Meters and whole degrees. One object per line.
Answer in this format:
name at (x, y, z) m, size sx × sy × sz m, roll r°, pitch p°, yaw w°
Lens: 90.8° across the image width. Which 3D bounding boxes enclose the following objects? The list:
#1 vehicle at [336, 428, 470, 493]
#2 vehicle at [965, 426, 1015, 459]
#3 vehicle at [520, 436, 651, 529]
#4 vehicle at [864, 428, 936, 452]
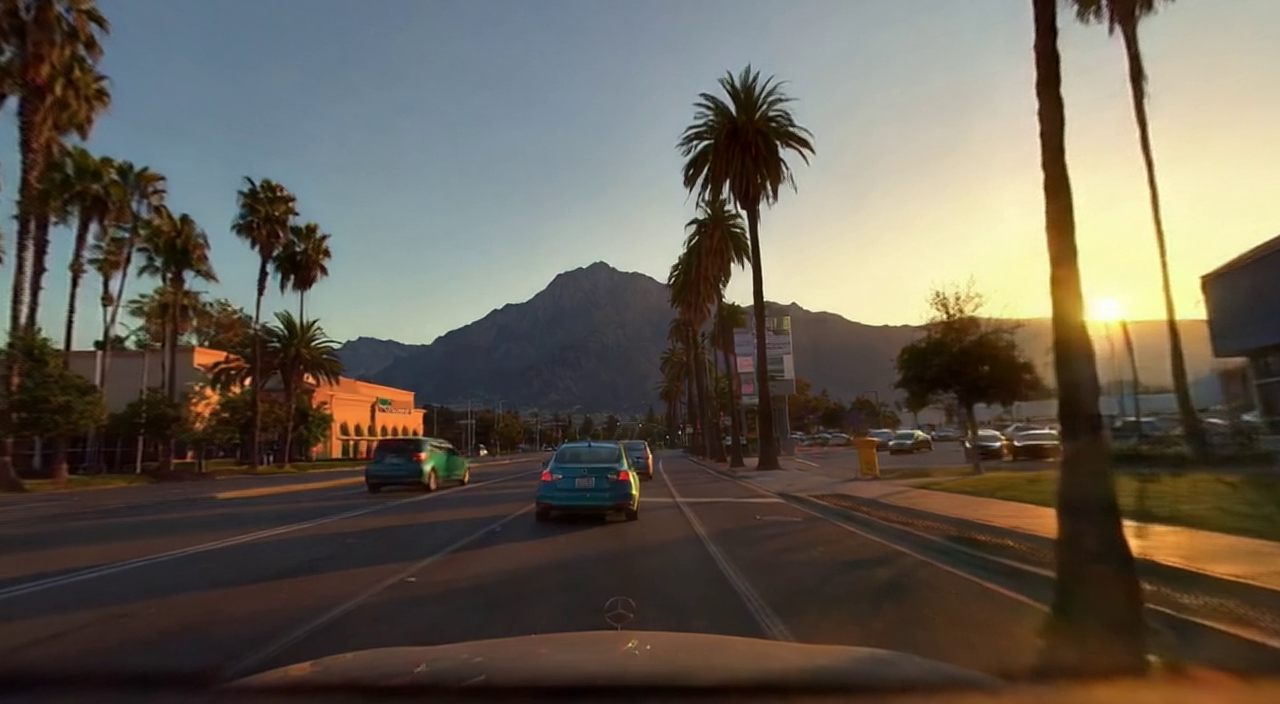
vehicle at (-7.707, 3.598, 21.334) m, size 2.400 × 1.900 × 5.325 m, roll 0°, pitch -8°, yaw 1°
vehicle at (17.348, 4.503, 31.336) m, size 1.961 × 1.526 × 4.640 m, roll -5°, pitch -10°, yaw 29°
vehicle at (-0.960, 2.360, 12.047) m, size 2.067 × 1.459 × 3.886 m, roll 0°, pitch -8°, yaw -3°
vehicle at (19.079, 6.509, 46.542) m, size 1.925 × 1.652 × 4.490 m, roll 6°, pitch -10°, yaw -35°
